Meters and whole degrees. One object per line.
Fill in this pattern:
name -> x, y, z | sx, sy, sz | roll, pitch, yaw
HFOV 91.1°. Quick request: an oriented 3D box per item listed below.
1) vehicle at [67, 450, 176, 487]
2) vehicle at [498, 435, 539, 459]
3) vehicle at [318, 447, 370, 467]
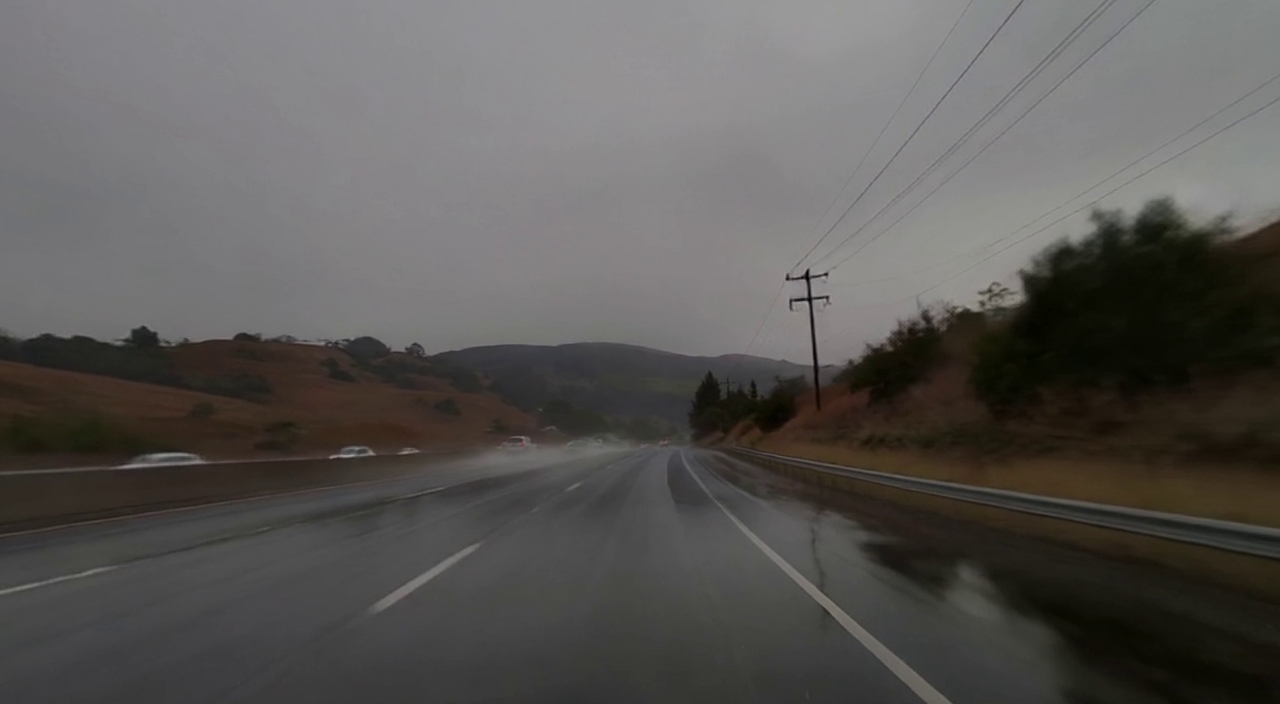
vehicle -> -20.977, 4.697, 25.549 | 1.517, 1.341, 3.268 | -1, -8, 3
vehicle -> -9.400, 7.374, 48.864 | 2.063, 1.743, 4.392 | -1, -8, 3
vehicle -> -23.057, 8.177, 49.064 | 1.830, 1.402, 4.168 | 0, -9, 4
